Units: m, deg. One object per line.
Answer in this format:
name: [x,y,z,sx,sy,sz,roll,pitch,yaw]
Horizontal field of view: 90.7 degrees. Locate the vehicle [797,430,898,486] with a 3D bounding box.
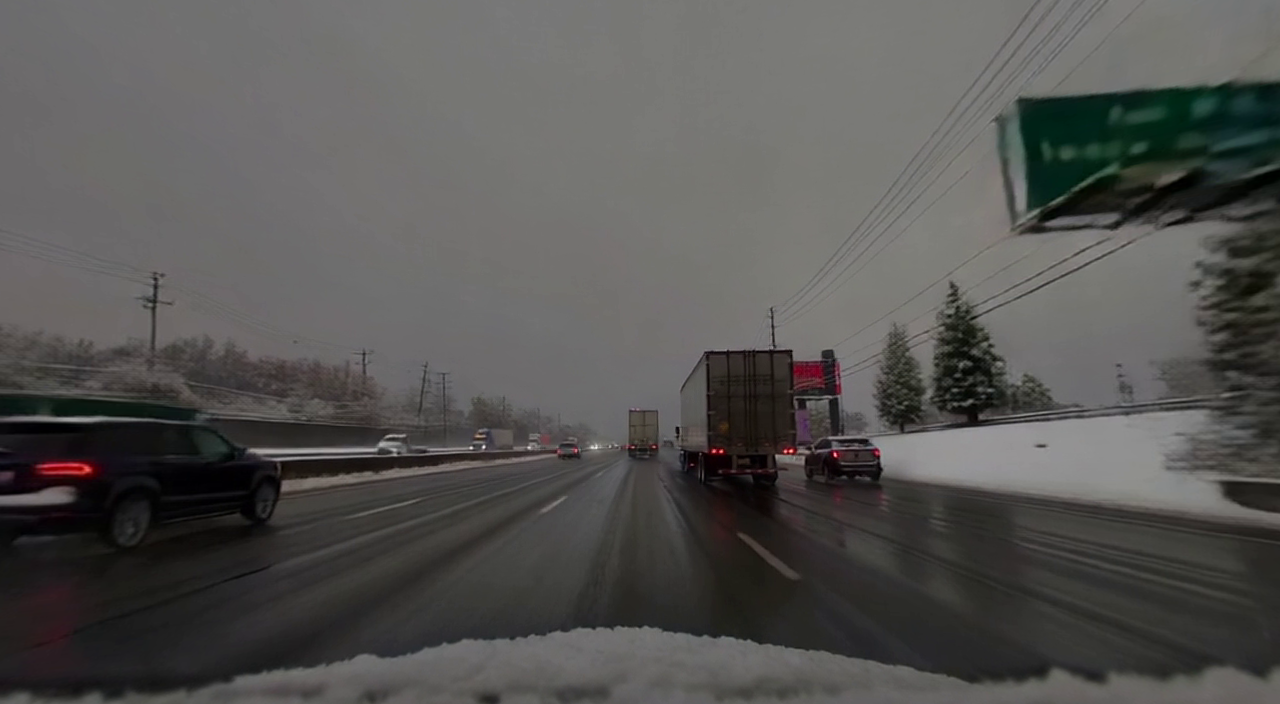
vehicle: [7.490,3.877,23.441,2.115,1.844,4.522,0,-9,-1]

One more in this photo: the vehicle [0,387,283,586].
vehicle: [-7.008,1.606,8.188,2.004,1.846,4.739,0,-9,-1]

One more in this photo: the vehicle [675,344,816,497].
vehicle: [3.305,3.086,25.564,2.892,4.152,16.575,0,-9,0]
